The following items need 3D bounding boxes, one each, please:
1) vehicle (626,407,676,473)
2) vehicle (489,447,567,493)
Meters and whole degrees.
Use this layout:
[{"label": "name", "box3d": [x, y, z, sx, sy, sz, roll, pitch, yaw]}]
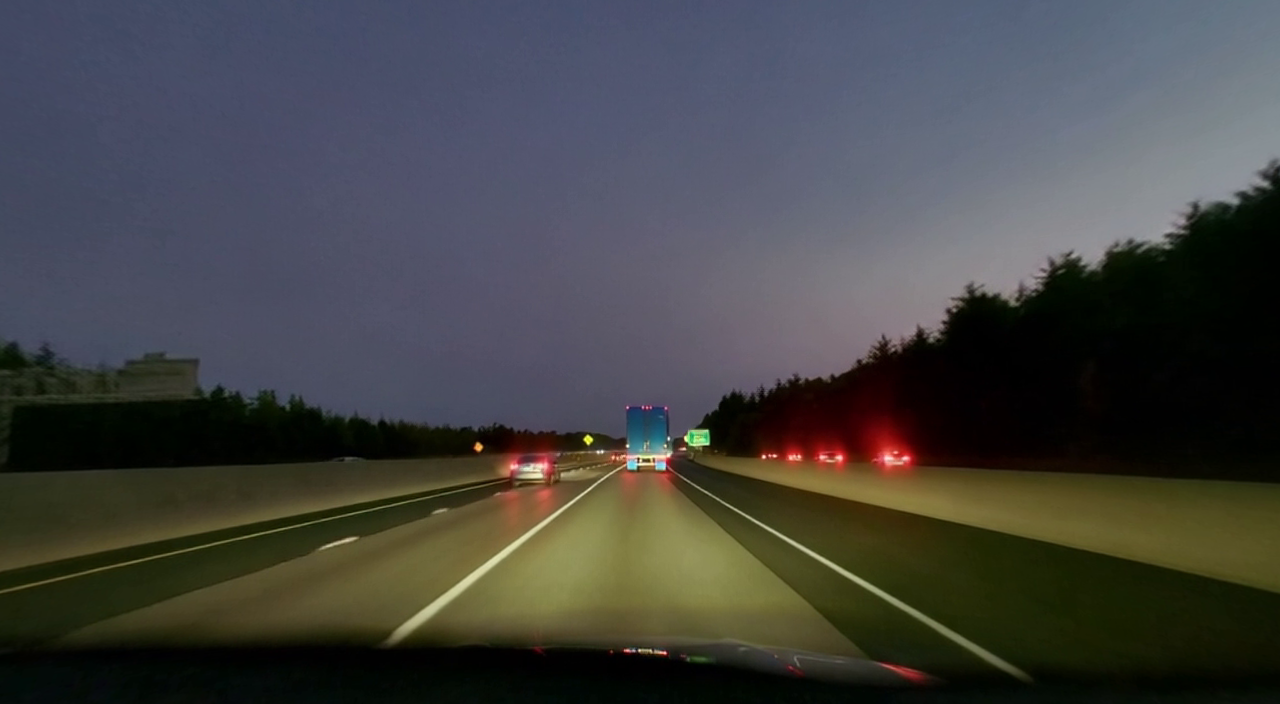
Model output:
[{"label": "vehicle", "box3d": [0.756, 6.203, 44.124, 3.022, 4.072, 10.318, 0, -9, 1]}, {"label": "vehicle", "box3d": [-3.926, 4.211, 22.920, 1.931, 1.466, 4.458, 0, -9, 1]}]
